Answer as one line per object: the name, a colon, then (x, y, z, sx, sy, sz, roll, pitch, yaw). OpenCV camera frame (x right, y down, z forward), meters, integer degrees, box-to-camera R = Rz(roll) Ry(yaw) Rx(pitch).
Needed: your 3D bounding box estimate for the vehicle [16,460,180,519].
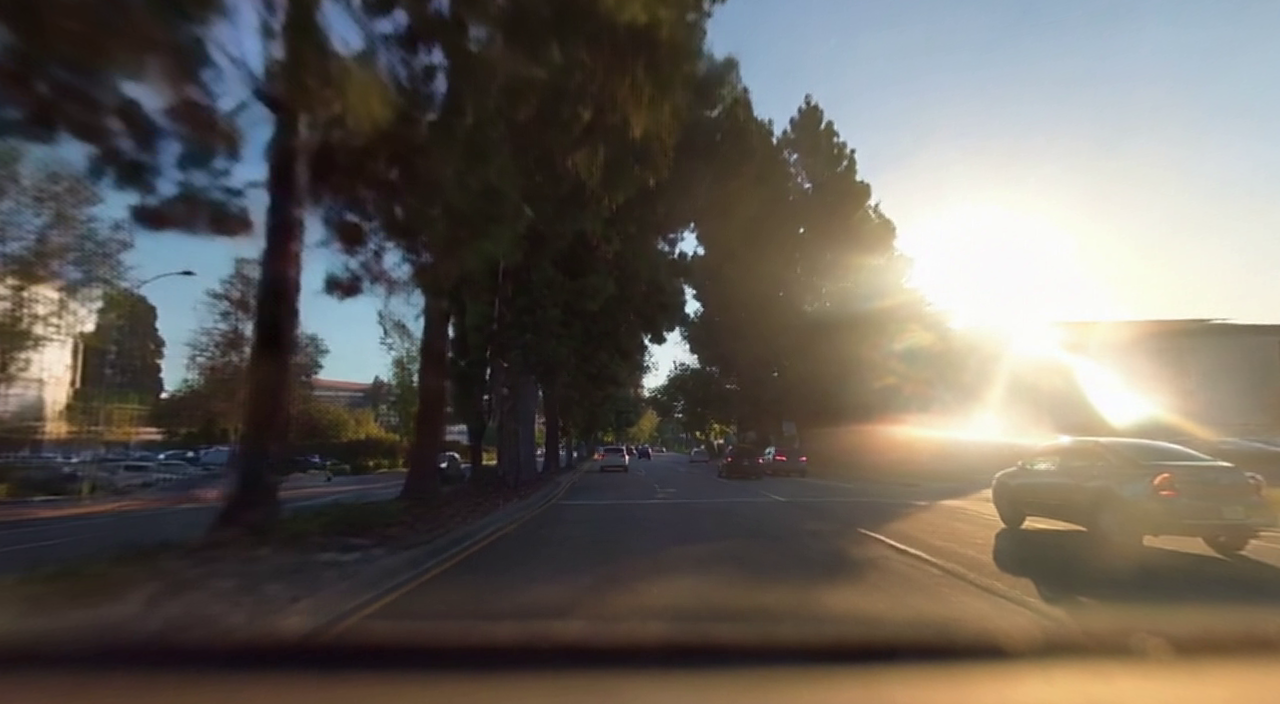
vehicle: (-19.188, 4.850, 22.728, 2.013, 1.655, 4.604, -2, -8, -3)

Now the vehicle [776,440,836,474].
vehicle: (8.698, 5.513, 33.437, 1.945, 1.687, 4.292, 0, -8, -1)

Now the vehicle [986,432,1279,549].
vehicle: (8.061, 2.144, 10.602, 1.888, 1.508, 4.646, 0, -8, 1)

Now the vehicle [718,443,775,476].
vehicle: (5.002, 5.088, 30.169, 2.020, 1.472, 3.958, 0, -8, 0)

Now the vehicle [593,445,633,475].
vehicle: (-1.461, 5.874, 34.632, 2.077, 1.477, 3.897, 0, -8, -2)

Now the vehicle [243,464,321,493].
vehicle: (-19.313, 6.823, 34.304, 1.769, 1.344, 3.947, -1, -8, 2)
